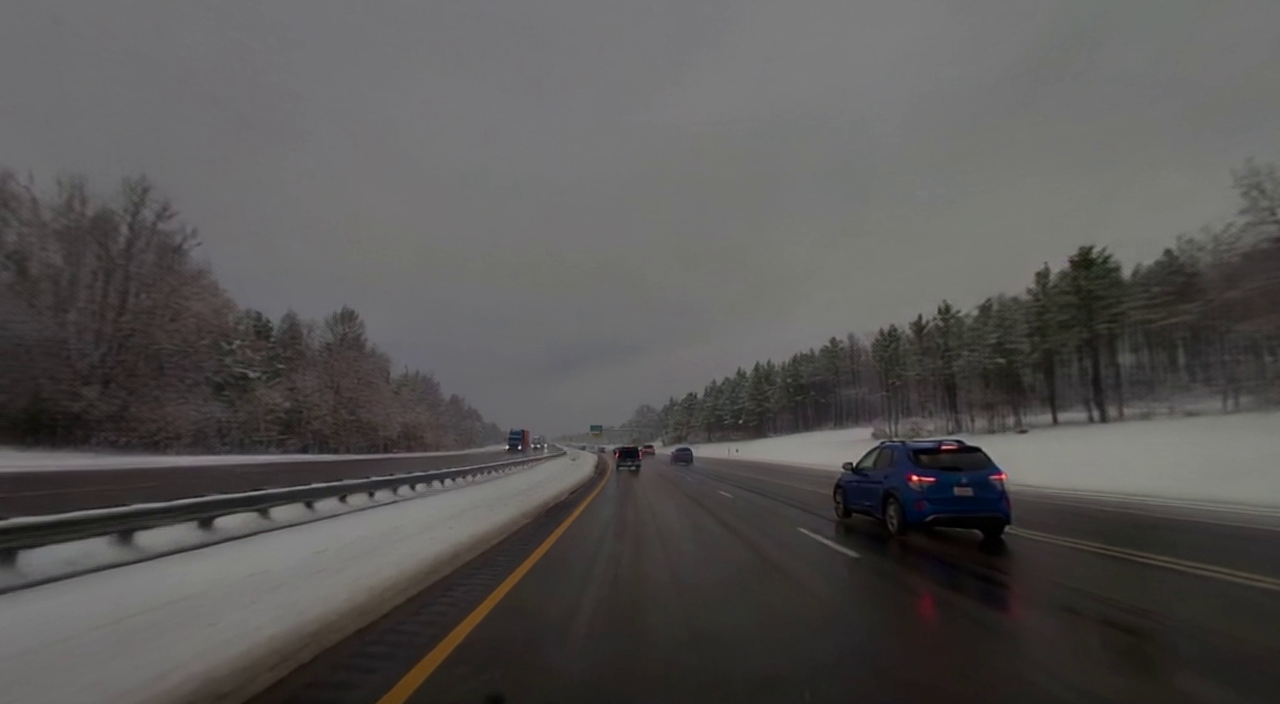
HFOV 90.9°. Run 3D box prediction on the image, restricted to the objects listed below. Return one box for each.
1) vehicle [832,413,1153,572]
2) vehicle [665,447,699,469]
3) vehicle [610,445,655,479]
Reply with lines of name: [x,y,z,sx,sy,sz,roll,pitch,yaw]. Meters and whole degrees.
vehicle: [4.257,1.761,8.529,2.013,1.623,3.916,0,-9,-1]
vehicle: [3.075,7.875,46.977,2.008,1.504,4.291,1,-9,-4]
vehicle: [-0.399,5.317,30.707,2.050,1.534,3.771,0,-9,-2]
